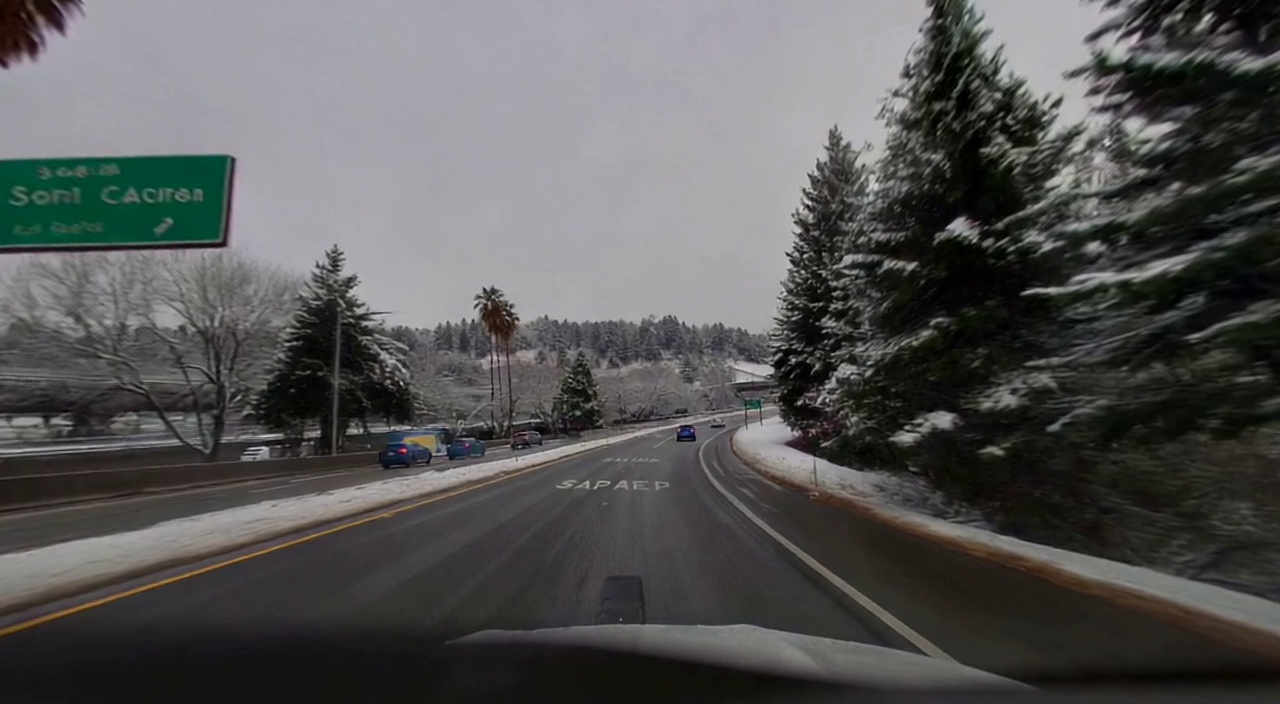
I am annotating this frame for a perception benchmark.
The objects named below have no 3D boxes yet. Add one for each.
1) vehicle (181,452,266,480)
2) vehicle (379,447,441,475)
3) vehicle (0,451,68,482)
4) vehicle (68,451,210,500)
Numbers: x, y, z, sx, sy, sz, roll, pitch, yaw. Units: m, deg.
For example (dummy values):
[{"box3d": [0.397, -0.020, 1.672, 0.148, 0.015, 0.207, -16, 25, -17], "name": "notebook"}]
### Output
[{"box3d": [-23.686, 6.486, 36.134, 1.862, 1.465, 4.157, -1, -9, 3], "name": "vehicle"}, {"box3d": [-15.043, 7.142, 41.654, 2.227, 1.760, 4.507, -1, -9, 2], "name": "vehicle"}, {"box3d": [-31.713, 5.702, 31.654, 1.783, 1.482, 4.460, 0, -9, 1], "name": "vehicle"}, {"box3d": [-19.577, 4.801, 24.993, 1.956, 1.716, 4.330, 0, -9, 2], "name": "vehicle"}]
